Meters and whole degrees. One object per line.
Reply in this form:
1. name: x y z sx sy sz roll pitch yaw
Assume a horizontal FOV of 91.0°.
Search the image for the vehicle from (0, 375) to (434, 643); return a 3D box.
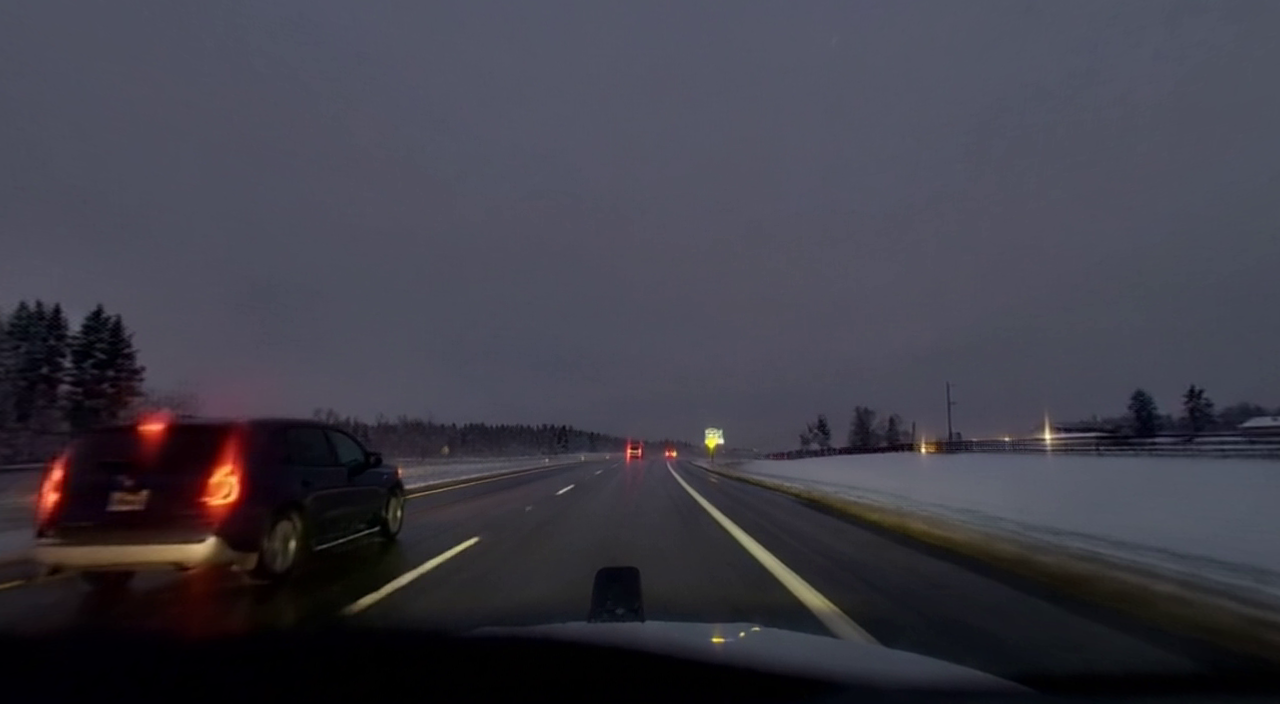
1. vehicle: -4.107 1.400 6.632 2.193 1.771 4.757 0 -9 1
